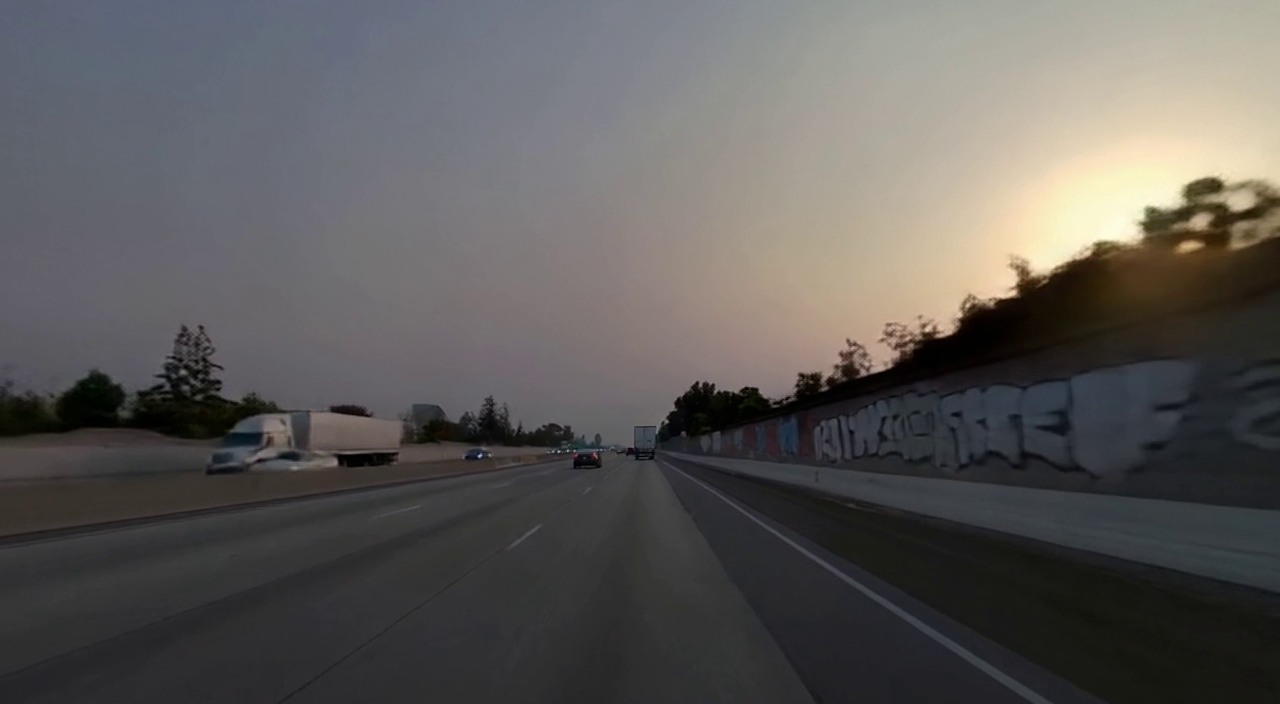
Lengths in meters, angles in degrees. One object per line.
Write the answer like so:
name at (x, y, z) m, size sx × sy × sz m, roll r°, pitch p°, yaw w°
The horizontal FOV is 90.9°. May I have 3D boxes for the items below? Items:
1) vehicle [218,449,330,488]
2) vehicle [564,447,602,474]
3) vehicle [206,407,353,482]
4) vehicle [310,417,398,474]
vehicle at (-15.037, 4.784, 26.231) m, size 1.917 × 1.491 × 4.429 m, roll 0°, pitch -9°, yaw 1°
vehicle at (-3.263, 6.345, 37.021) m, size 1.803 × 1.466 × 4.509 m, roll 0°, pitch -9°, yaw 0°
vehicle at (-21.945, 5.823, 39.408) m, size 2.873 × 4.027 × 10.474 m, roll 0°, pitch -9°, yaw 0°
vehicle at (-21.920, 7.298, 48.940) m, size 2.850 × 4.006 × 8.213 m, roll 0°, pitch -9°, yaw 0°
